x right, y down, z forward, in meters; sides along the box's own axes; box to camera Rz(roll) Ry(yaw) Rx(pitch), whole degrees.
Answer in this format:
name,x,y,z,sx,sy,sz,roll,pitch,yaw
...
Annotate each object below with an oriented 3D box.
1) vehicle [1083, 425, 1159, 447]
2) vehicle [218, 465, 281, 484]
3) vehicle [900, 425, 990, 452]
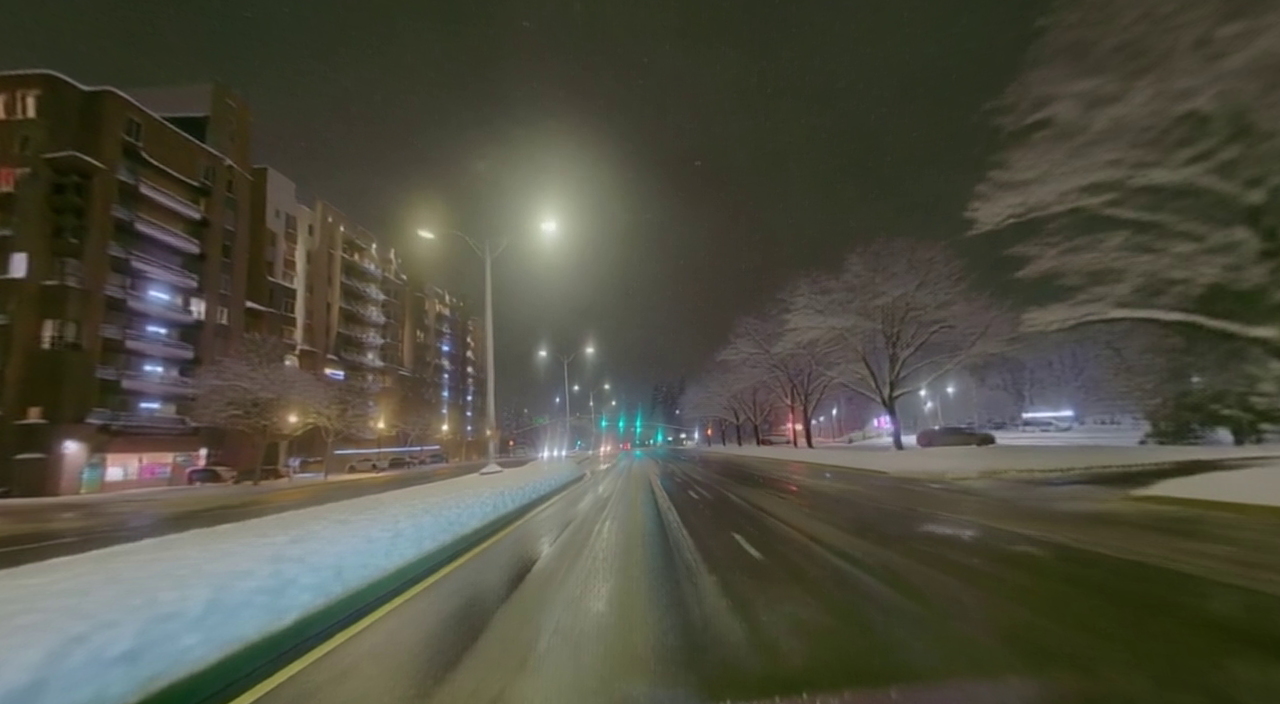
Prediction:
name,x,y,z,sx,sy,sz,roll,pitch,yaw
vehicle,33.251,5.861,43.788,1.818,1.427,4.239,0,-9,-2
vehicle,-30.746,9.670,49.796,3.705,1.403,1.762,0,-9,2
vehicle,19.758,5.650,41.121,4.745,1.675,2.096,0,-9,0
